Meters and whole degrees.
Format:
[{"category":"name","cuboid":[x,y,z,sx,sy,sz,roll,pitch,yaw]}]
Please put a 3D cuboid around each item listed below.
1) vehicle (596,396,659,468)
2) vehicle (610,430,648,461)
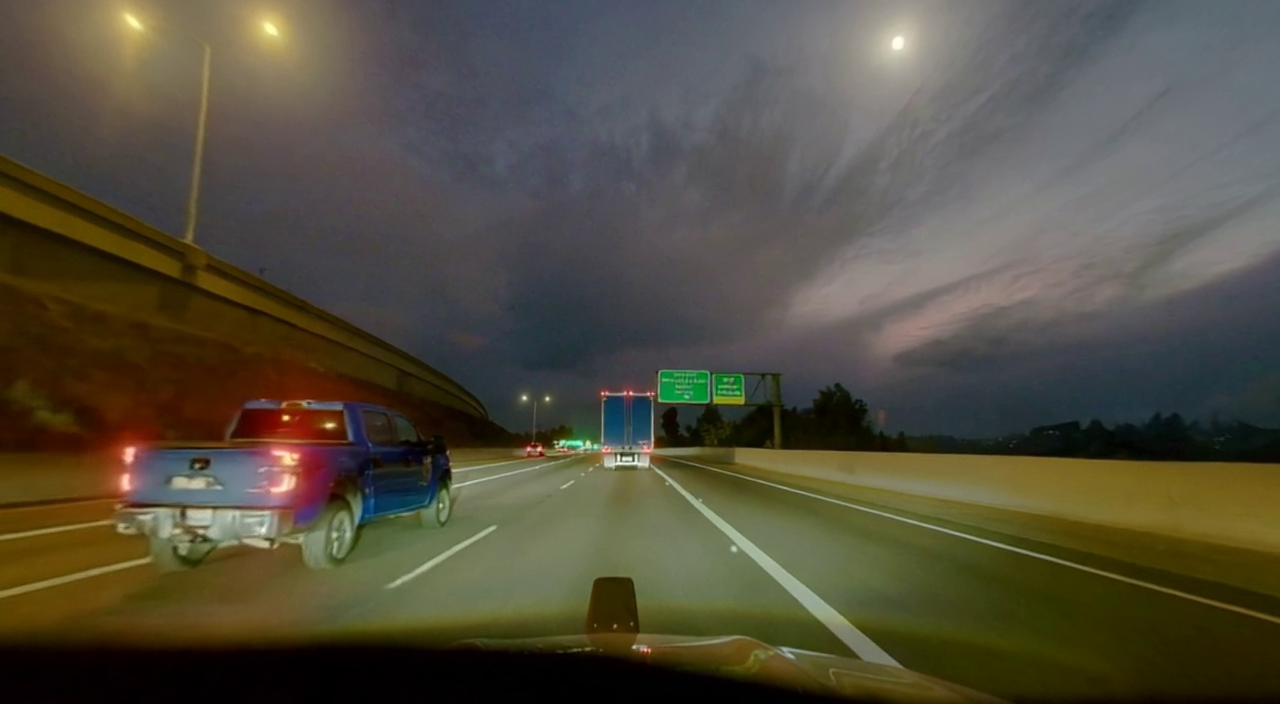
[{"category":"vehicle","cuboid":[-0.621,5.082,39.040,3.233,3.678,11.032,2,-9,0]},{"category":"vehicle","cuboid":[-0.638,5.346,36.193,2.052,1.666,4.358,1,-8,-1]}]
